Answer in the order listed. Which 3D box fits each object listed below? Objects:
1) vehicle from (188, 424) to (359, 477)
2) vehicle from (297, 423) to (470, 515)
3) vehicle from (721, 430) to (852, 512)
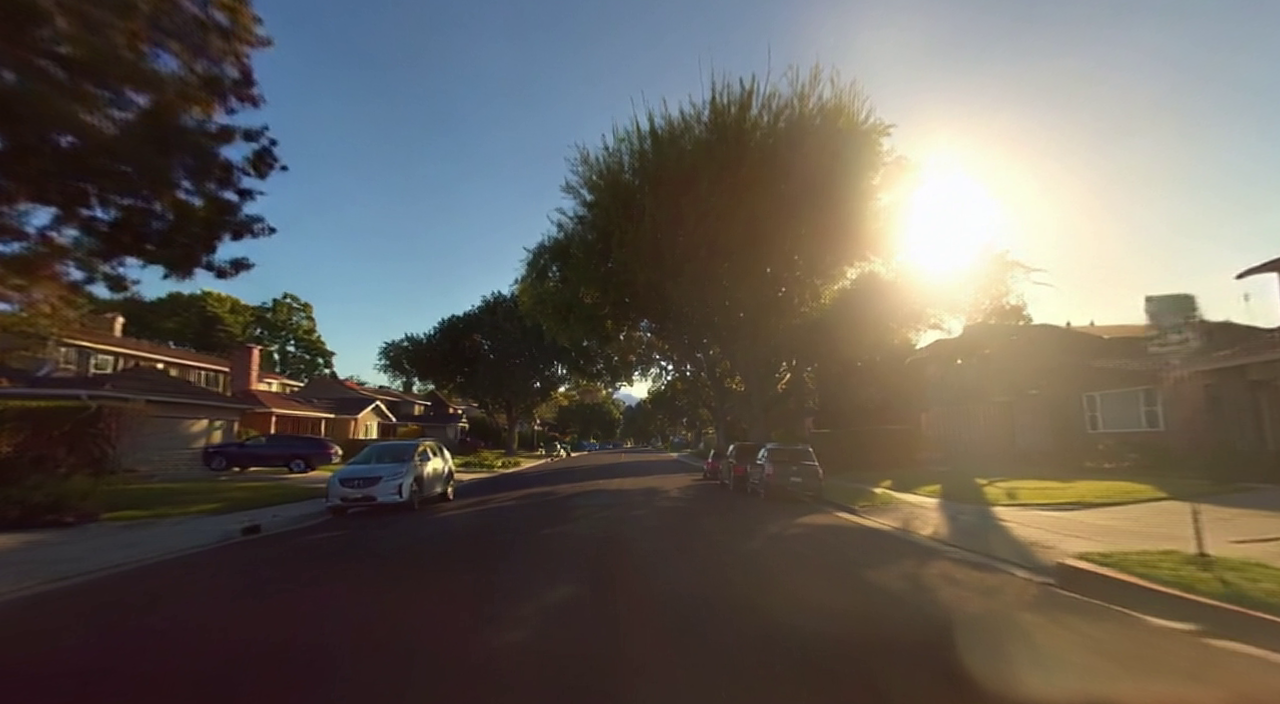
[{"bbox_3d":[-13.568,3.673,23.639,5.024,1.903,2.102,0,-9,1],"label":"vehicle"},{"bbox_3d":[-6.363,2.996,16.664,2.322,1.949,5.695,-1,-9,-2],"label":"vehicle"},{"bbox_3d":[3.453,2.908,15.898,2.033,1.730,4.554,0,-9,-2],"label":"vehicle"}]
